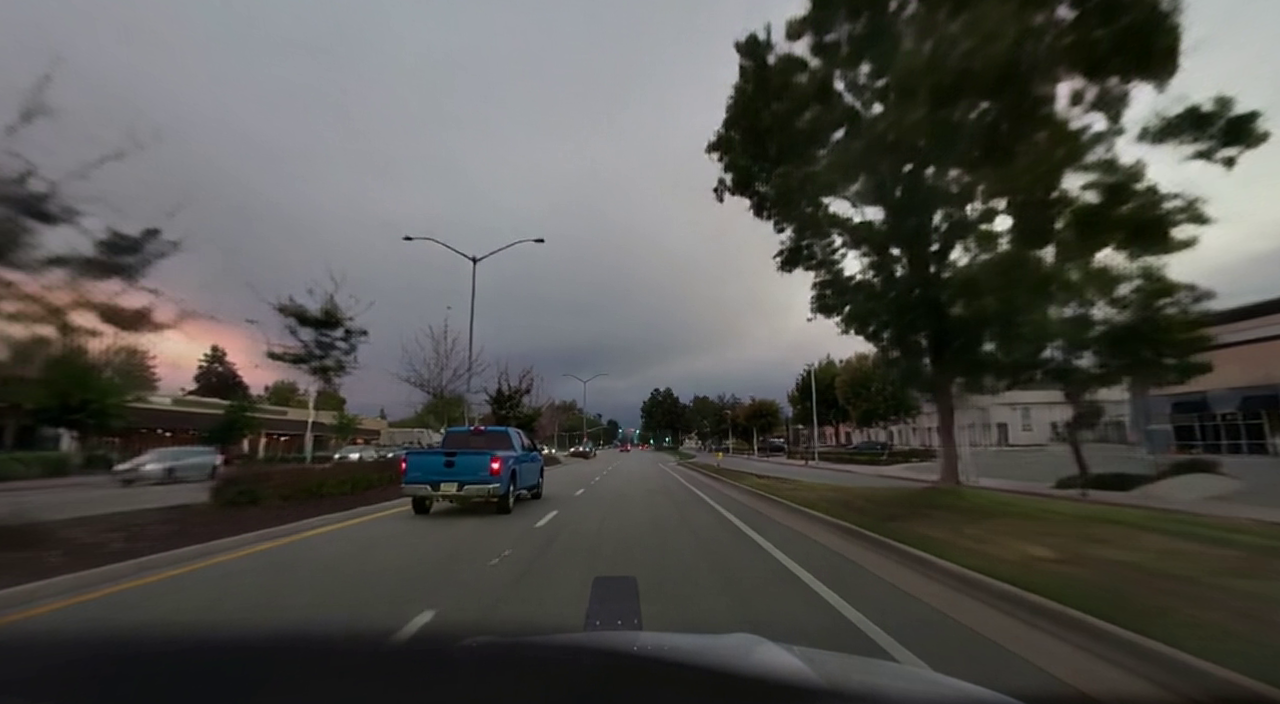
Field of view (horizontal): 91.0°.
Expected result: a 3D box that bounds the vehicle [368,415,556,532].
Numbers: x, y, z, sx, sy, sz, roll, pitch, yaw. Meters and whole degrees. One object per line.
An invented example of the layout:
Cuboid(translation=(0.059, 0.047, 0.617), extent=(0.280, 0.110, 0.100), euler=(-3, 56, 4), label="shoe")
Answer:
Cuboid(translation=(-3.109, 2.278, 12.491), extent=(2.065, 1.790, 5.417), euler=(0, -9, 1), label="vehicle")

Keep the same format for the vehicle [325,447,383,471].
Cuboid(translation=(-21.408, 7.990, 47.320), extent=(1.840, 1.510, 5.115), euler=(-2, -8, 2), label="vehicle")

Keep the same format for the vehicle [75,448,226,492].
Cuboid(translation=(-18.411, 4.414, 24.040), extent=(1.854, 1.472, 4.854), euler=(0, -9, 1), label="vehicle")
